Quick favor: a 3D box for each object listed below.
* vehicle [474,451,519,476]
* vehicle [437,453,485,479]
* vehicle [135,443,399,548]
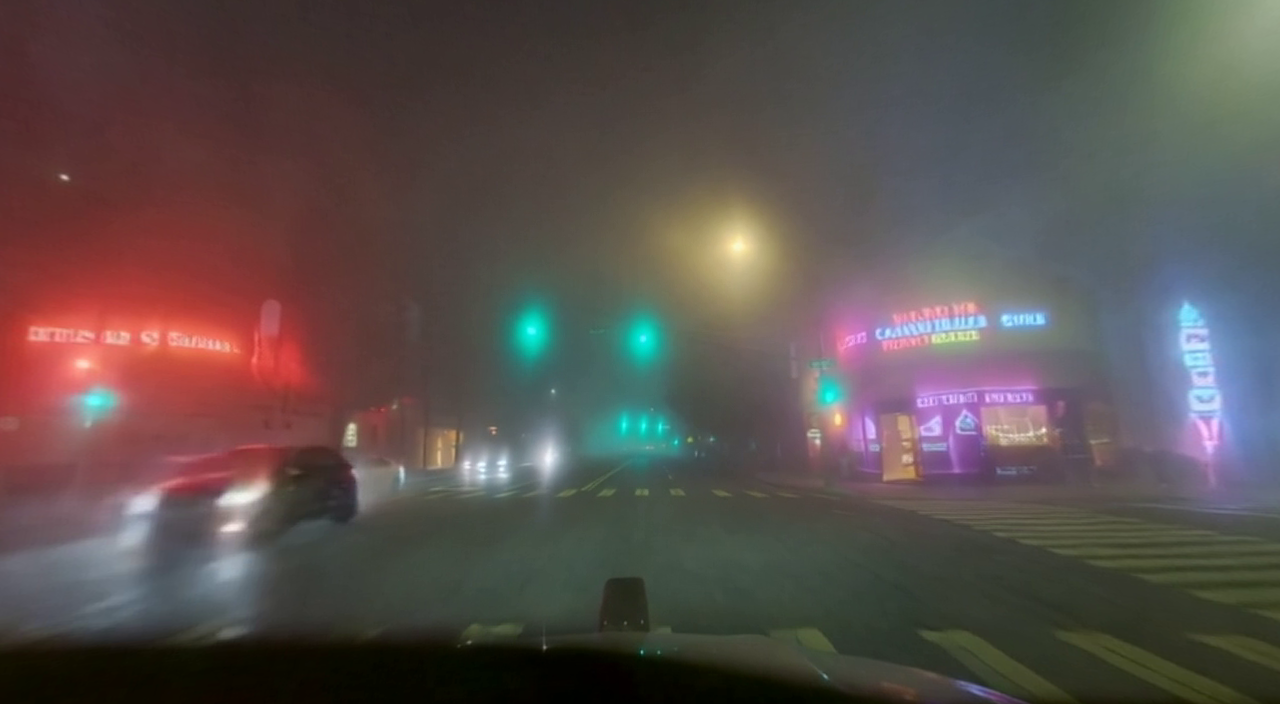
[{"bbox_3d":[-9.161,7.105,40.548,1.913,1.457,4.048,0,-8,1],"label":"vehicle"},{"bbox_3d":[-12.166,7.766,43.093,1.960,1.554,4.050,-2,-8,2],"label":"vehicle"},{"bbox_3d":[-6.184,2.368,11.235,2.007,1.478,4.328,0,-8,1],"label":"vehicle"}]
